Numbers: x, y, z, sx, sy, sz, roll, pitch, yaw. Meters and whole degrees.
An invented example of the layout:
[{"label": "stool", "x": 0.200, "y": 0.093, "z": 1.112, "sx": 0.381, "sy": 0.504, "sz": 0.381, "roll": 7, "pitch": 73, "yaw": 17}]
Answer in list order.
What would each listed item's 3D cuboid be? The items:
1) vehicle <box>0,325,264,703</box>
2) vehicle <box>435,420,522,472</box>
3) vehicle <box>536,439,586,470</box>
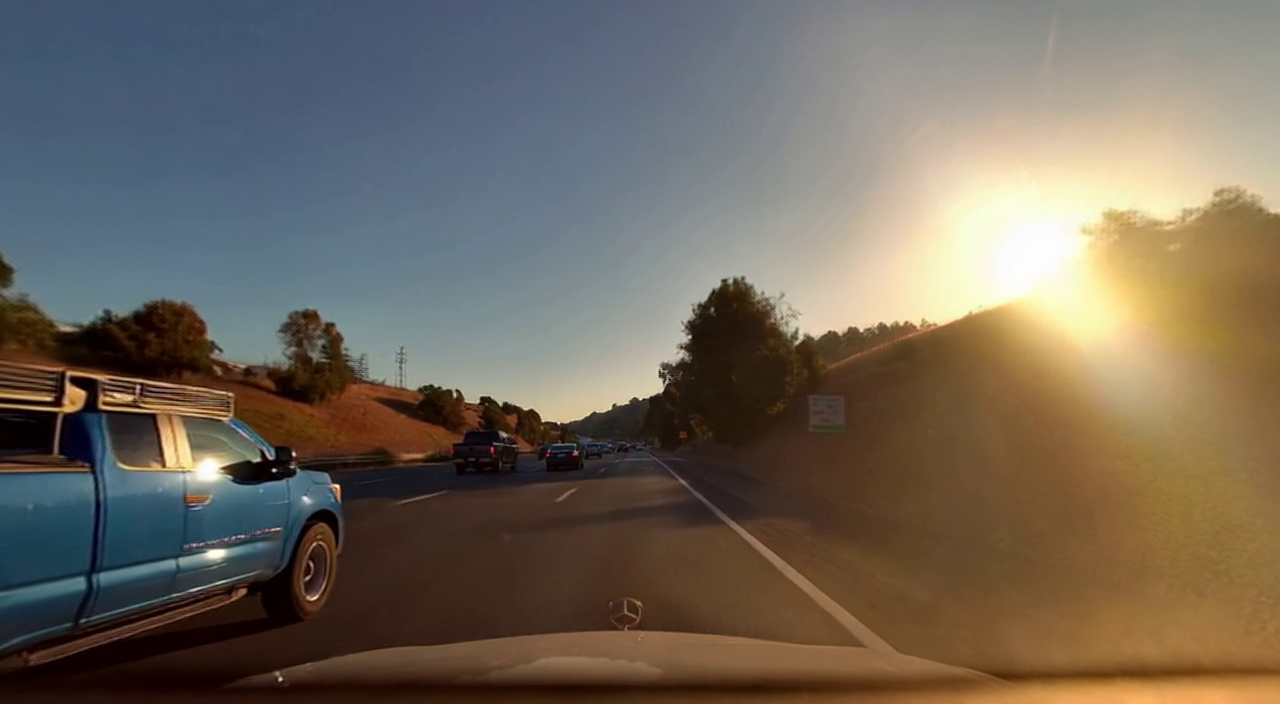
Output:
[{"label": "vehicle", "x": -4.040, "y": 0.693, "z": 2.238, "sx": 2.200, "sy": 1.807, "sz": 5.041, "roll": 0, "pitch": -9, "yaw": 1}, {"label": "vehicle", "x": -7.594, "y": 4.545, "z": 30.411, "sx": 2.594, "sy": 2.254, "sz": 6.028, "roll": 0, "pitch": -9, "yaw": 0}, {"label": "vehicle", "x": -4.072, "y": 5.410, "z": 33.249, "sx": 2.012, "sy": 1.509, "sz": 4.359, "roll": 0, "pitch": -9, "yaw": 1}]
